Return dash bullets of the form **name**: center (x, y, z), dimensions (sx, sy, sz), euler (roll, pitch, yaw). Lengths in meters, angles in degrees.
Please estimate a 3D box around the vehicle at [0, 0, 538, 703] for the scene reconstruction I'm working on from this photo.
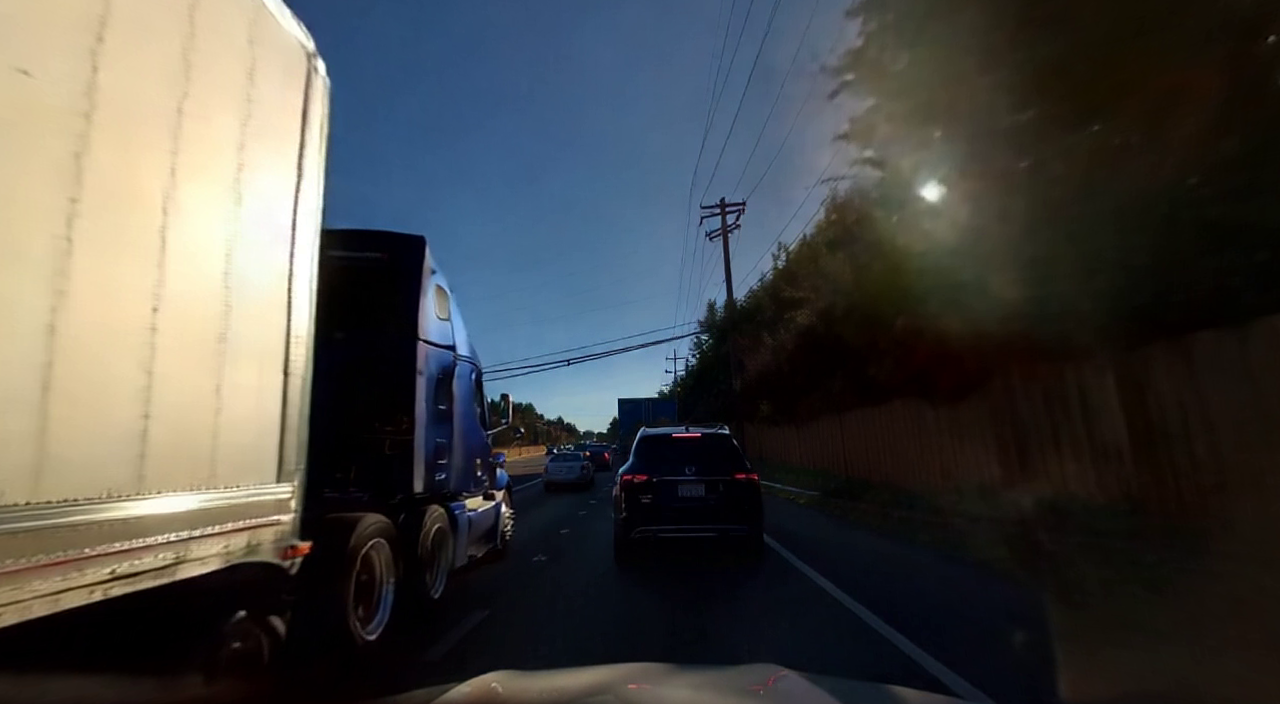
- **vehicle**: center (-3.130, 0.366, 5.067), dimensions (2.928, 3.658, 8.980), euler (0, -9, 1)

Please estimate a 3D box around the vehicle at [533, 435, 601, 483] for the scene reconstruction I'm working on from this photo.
- **vehicle**: center (-2.707, 4.092, 24.347), dimensions (2.037, 1.639, 4.213), euler (0, -9, 2)

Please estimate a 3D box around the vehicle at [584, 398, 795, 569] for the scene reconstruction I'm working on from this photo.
- **vehicle**: center (0.483, 1.670, 8.658), dimensions (2.174, 1.749, 4.113), euler (0, -9, -1)
